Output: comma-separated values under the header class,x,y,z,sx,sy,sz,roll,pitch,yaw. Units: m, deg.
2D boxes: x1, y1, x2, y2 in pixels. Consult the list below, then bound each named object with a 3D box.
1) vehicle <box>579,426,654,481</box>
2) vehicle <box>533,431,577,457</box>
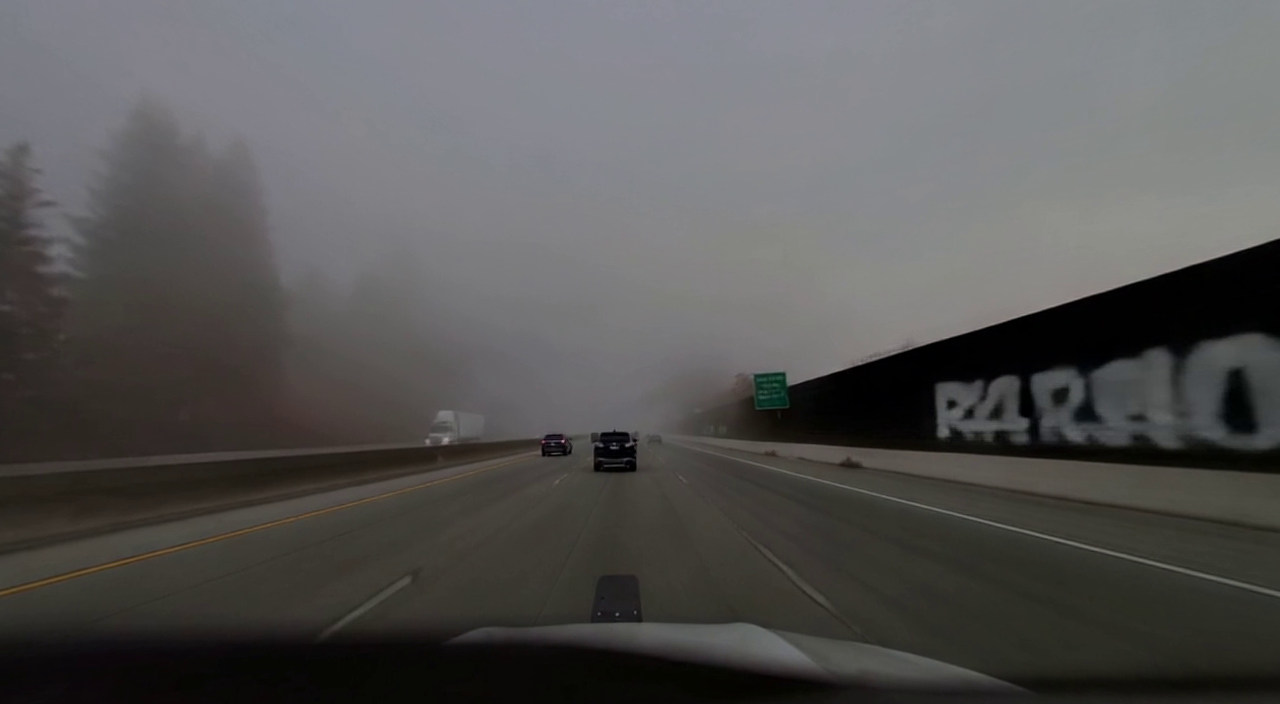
class,x,y,z,sx,sy,sz,roll,pitch,yaw
vehicle,-0.685,3.044,19.149,2.044,1.477,3.693,0,-8,-1
vehicle,-4.941,5.448,37.304,2.022,1.440,4.491,0,-8,0
